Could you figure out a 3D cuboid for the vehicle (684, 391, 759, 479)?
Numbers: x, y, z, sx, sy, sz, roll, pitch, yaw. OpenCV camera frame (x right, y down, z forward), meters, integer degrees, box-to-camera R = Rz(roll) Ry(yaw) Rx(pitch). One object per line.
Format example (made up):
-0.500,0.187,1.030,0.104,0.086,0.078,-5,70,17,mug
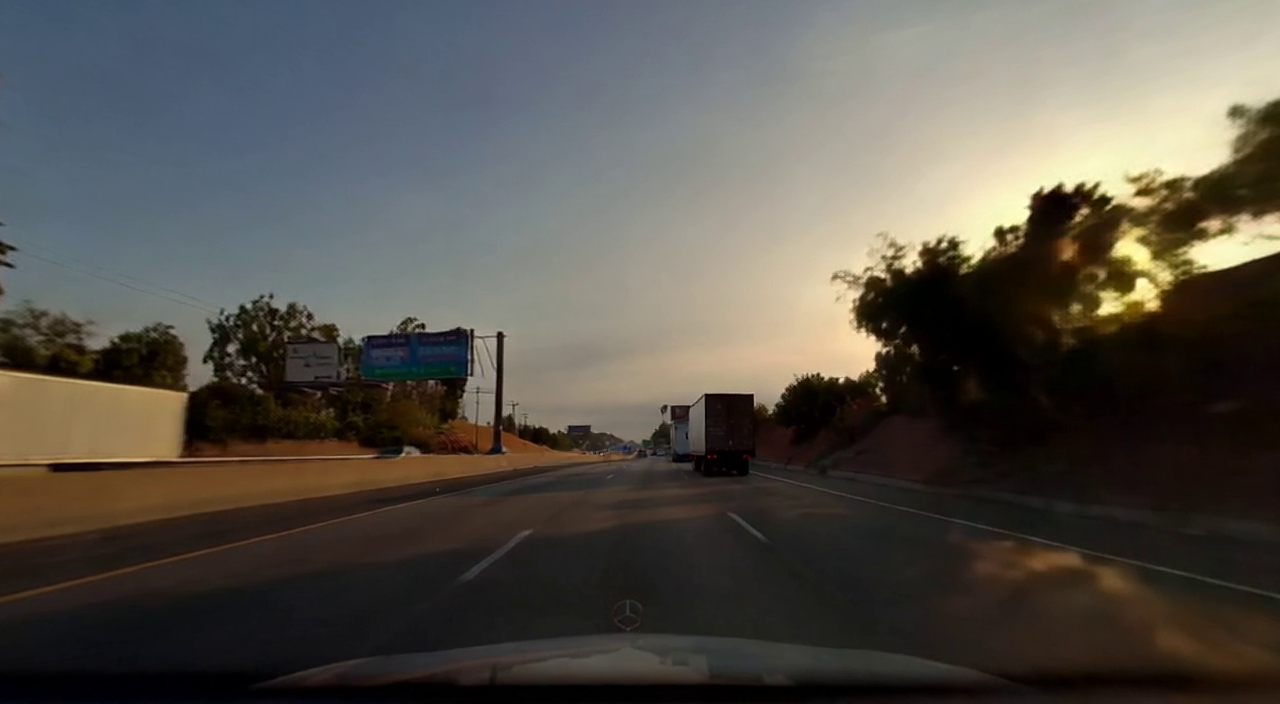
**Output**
4.476,5.044,37.797,2.826,4.269,14.176,0,-8,1,vehicle

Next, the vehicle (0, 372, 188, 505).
-18.901,2.596,18.707,3.346,3.543,9.948,0,-9,1,vehicle
